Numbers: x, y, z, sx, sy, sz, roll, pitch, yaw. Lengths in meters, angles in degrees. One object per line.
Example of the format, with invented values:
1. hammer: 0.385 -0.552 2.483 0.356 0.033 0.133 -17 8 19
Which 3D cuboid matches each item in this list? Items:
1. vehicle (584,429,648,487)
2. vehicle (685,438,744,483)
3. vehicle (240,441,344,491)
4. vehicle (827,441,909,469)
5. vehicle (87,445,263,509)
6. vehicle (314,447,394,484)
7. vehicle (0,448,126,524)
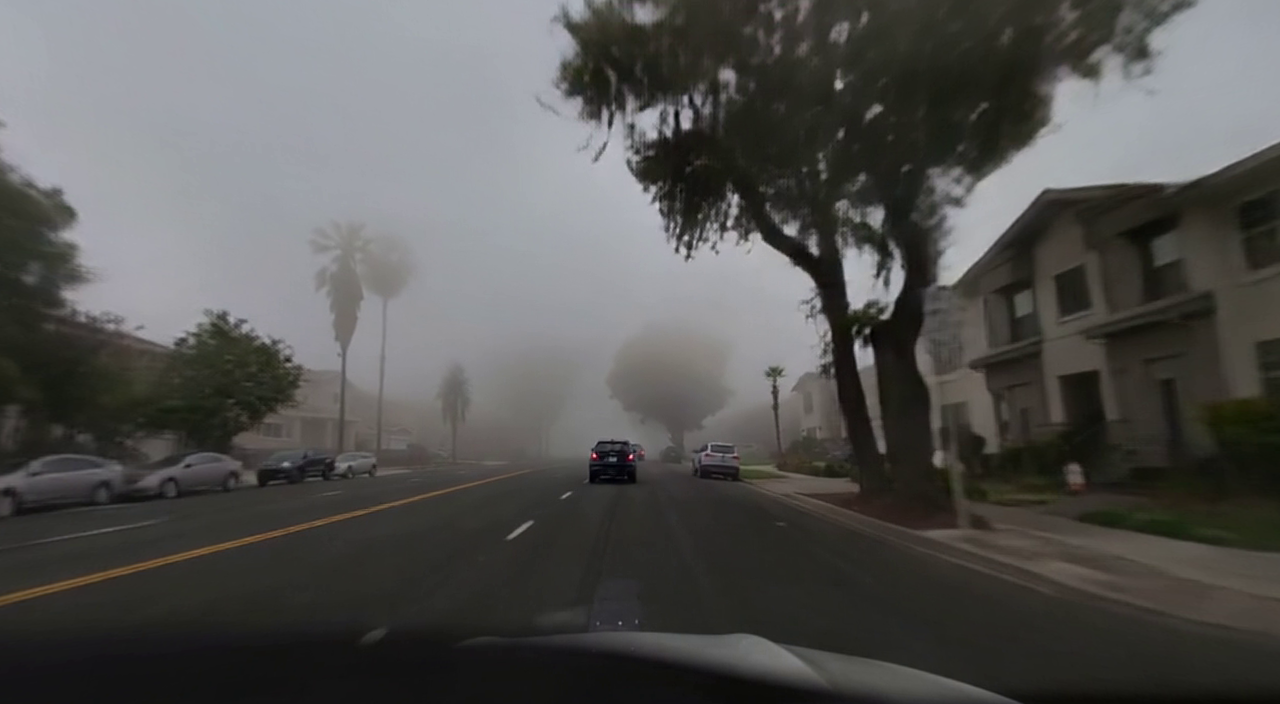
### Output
1. vehicle: -0.727 3.693 22.267 1.994 1.810 5.057 0 -8 0
2. vehicle: 3.315 4.910 28.695 1.949 1.685 4.161 6 -9 -1
3. vehicle: -14.067 4.587 25.762 1.890 1.640 4.320 -3 -7 -1
4. vehicle: 13.922 6.313 38.580 4.238 1.621 2.067 0 -8 -1
5. vehicle: -14.067 3.752 19.505 1.875 1.496 4.728 -4 -7 1
6. vehicle: -14.164 5.604 31.467 1.877 1.443 4.677 -3 -7 -1
7. vehicle: -14.114 2.989 13.955 1.884 1.451 4.435 -4 -7 -2
